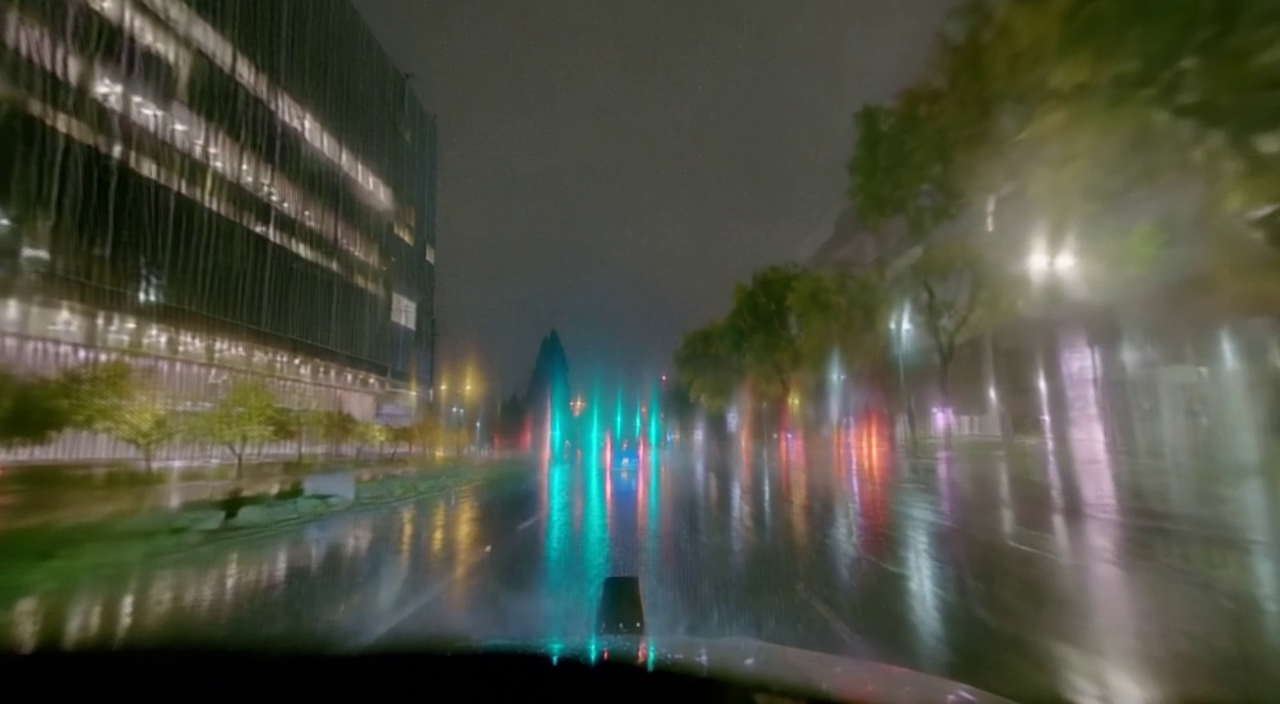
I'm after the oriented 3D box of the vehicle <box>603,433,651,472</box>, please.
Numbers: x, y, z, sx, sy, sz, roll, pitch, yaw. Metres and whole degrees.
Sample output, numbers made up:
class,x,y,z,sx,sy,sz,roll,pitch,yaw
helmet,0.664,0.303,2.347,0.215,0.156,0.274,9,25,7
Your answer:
class,x,y,z,sx,sy,sz,roll,pitch,yaw
vehicle,-0.637,5.213,32.881,2.313,1.860,4.319,0,-9,-1
